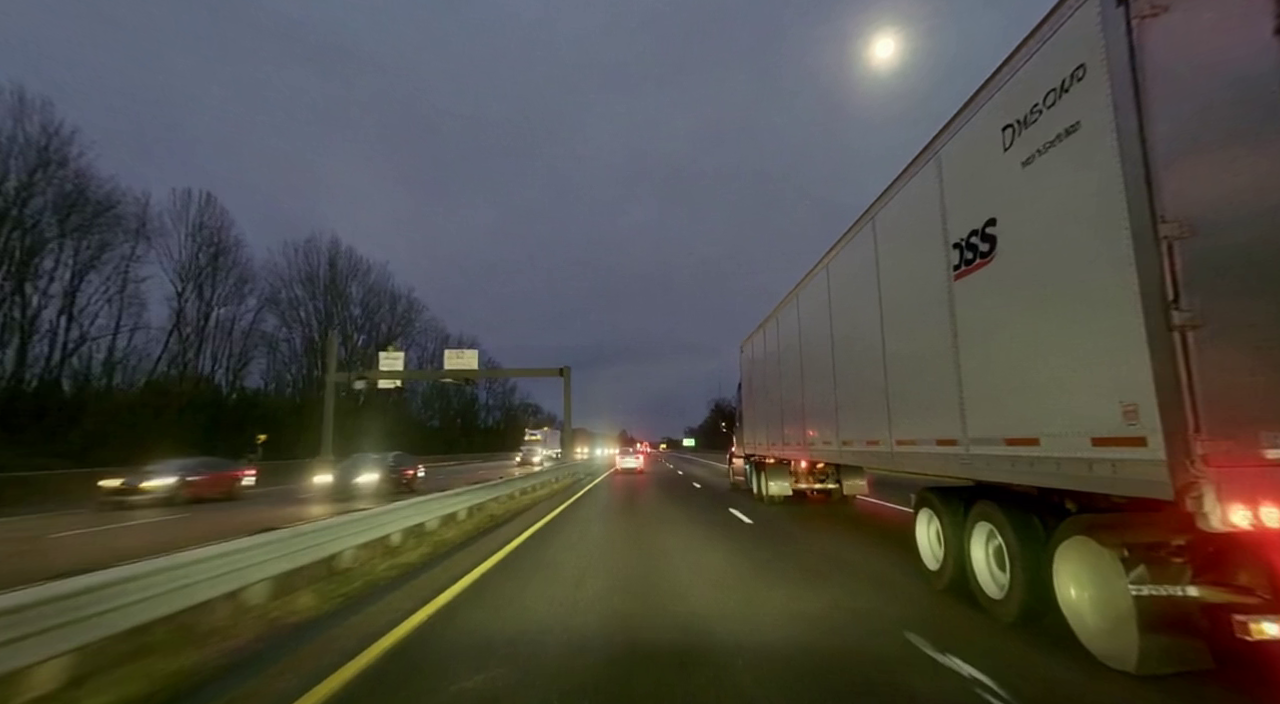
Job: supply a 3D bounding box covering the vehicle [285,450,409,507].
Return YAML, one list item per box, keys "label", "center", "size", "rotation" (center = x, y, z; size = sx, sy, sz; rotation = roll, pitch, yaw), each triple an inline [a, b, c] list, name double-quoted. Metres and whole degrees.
- label: "vehicle"
  center: [-8.651, 3.730, 18.921]
  size: [1.839, 1.510, 3.949]
  rotation: [-1, -9, 0]

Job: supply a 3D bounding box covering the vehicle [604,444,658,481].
- label: "vehicle"
  center: [-0.382, 4.941, 28.267]
  size: [2.244, 1.506, 4.097]
  rotation: [-1, -9, 0]

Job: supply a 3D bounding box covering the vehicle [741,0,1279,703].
- label: "vehicle"
  center: [4.462, 0.714, 10.088]
  size: [3.317, 4.020, 14.141]
  rotation: [-1, -9, 0]

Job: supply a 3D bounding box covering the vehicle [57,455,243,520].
- label: "vehicle"
  center: [-13.027, 3.578, 17.045]
  size: [1.864, 1.507, 3.943]
  rotation: [-1, -9, 0]
